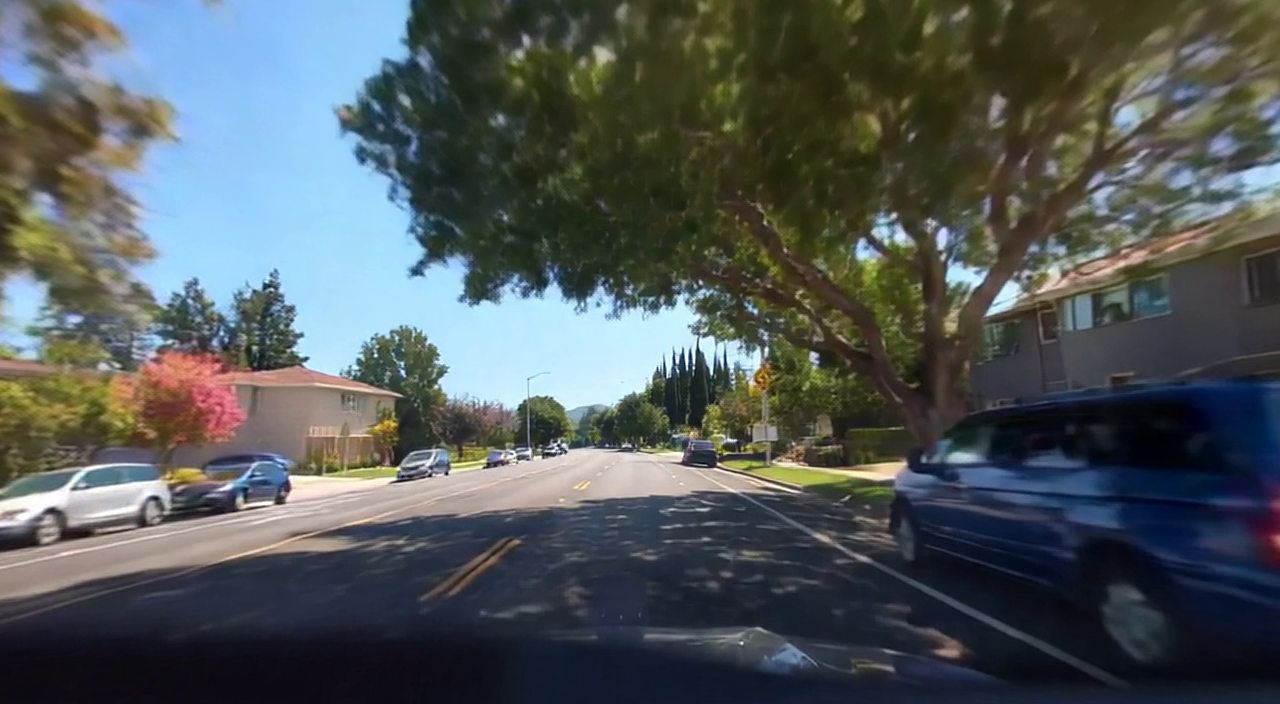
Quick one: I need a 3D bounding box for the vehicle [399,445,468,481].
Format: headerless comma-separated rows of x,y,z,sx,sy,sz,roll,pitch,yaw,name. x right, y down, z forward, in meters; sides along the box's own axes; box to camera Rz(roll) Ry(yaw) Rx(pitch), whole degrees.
-11.203,6.041,34.712,2.293,1.836,4.586,0,-8,-1,vehicle

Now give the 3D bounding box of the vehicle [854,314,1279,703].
3.839,1.116,4.674,2.319,1.938,5.961,0,-8,-1,vehicle

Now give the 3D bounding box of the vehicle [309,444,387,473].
-20.367,7.409,44.163,4.398,1.902,2.043,0,-8,1,vehicle

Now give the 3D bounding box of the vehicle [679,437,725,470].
3.575,5.984,37.518,2.176,1.793,5.534,0,-8,0,vehicle

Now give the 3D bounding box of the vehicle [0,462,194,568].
-11.078,2.956,12.161,1.815,1.532,4.517,0,-8,-2,vehicle

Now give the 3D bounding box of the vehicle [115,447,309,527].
-11.119,3.476,16.970,1.981,1.790,4.682,0,-8,-1,vehicle
